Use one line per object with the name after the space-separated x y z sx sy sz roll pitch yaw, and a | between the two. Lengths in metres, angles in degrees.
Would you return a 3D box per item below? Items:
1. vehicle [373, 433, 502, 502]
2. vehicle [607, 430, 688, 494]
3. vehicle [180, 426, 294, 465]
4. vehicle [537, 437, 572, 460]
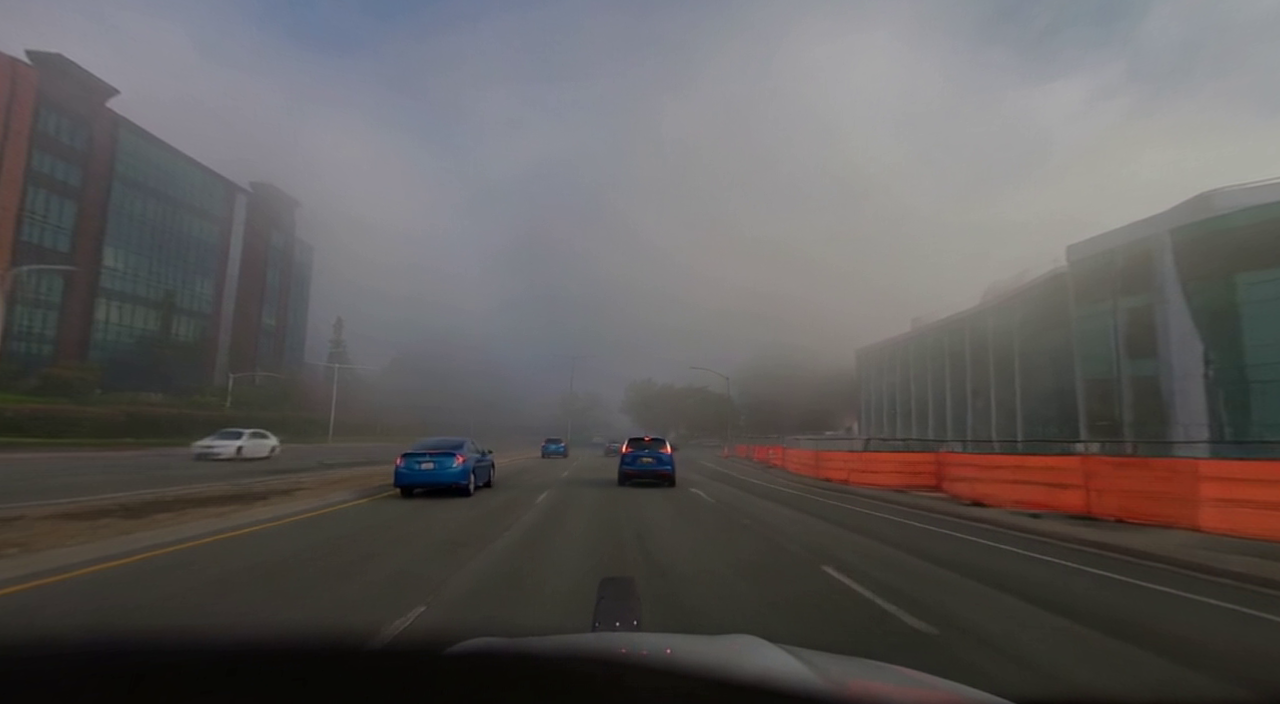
-4.675 2.690 15.202 1.848 1.406 4.013 0 -8 -1 | vehicle
0.272 2.853 16.760 1.913 1.499 3.581 0 -8 3 | vehicle
-15.920 3.715 25.185 1.758 1.383 4.409 0 -8 -2 | vehicle
-5.709 6.481 42.657 1.888 1.486 4.310 0 -8 -2 | vehicle
